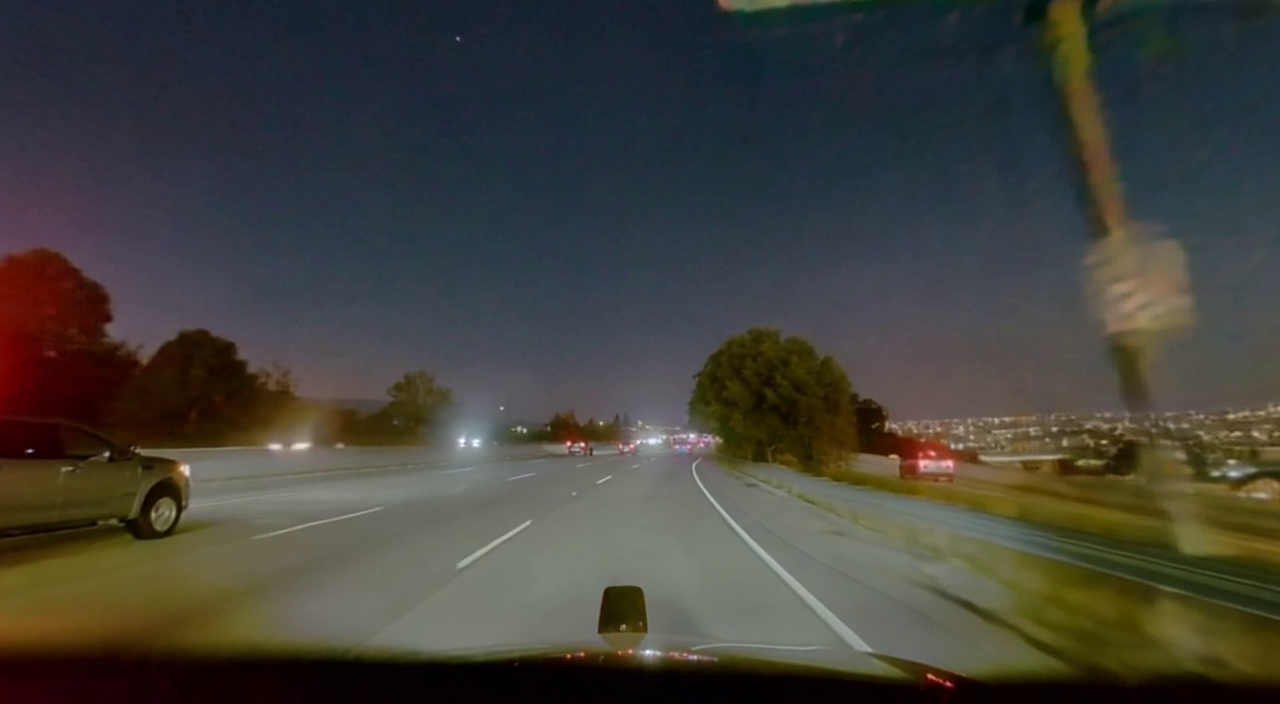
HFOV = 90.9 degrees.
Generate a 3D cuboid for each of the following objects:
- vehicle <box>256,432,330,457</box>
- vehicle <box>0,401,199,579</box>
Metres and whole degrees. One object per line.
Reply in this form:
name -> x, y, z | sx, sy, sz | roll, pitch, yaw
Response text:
vehicle -> -21.776, 5.880, 39.807 | 1.830, 1.440, 4.476 | 0, -10, 5
vehicle -> -6.891, 1.264, 5.863 | 1.923, 1.630, 4.857 | 1, -9, 2
